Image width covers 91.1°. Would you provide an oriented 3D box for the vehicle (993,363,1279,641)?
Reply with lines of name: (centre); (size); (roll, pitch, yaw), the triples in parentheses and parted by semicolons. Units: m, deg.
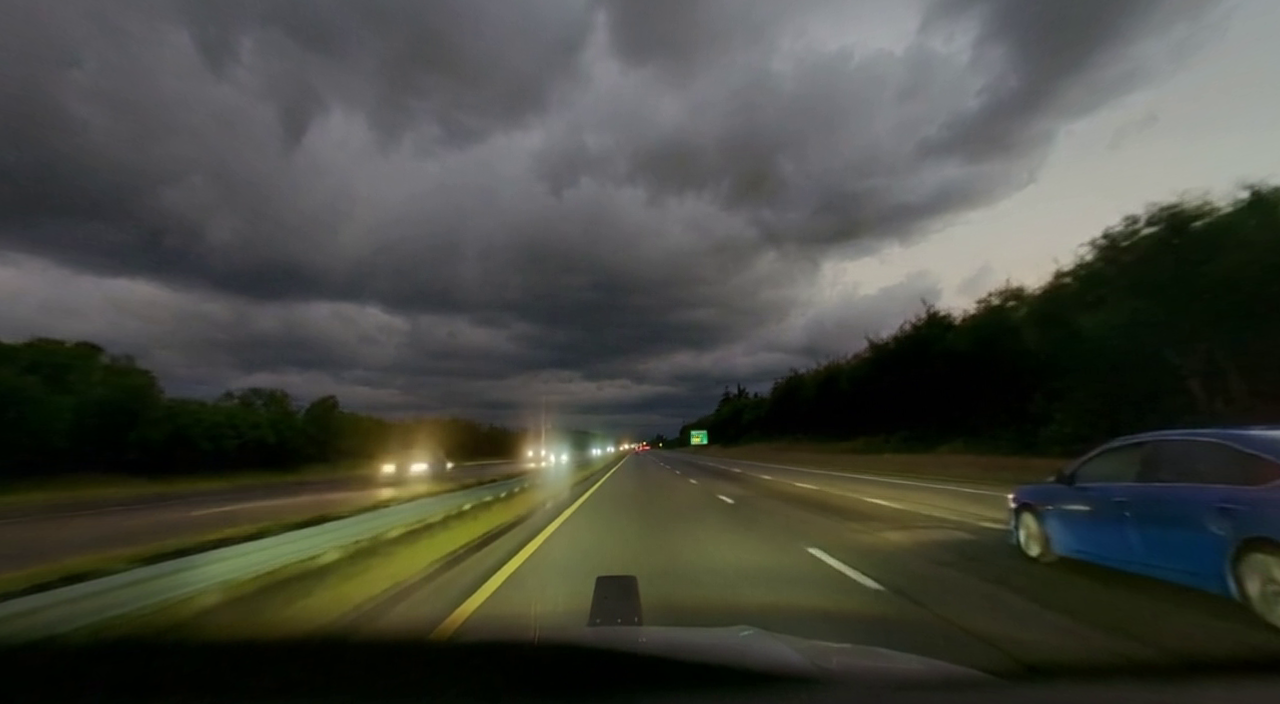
vehicle: (5.199, 1.087, 4.895); (2.117, 1.783, 4.627); (-1, -9, -1)
